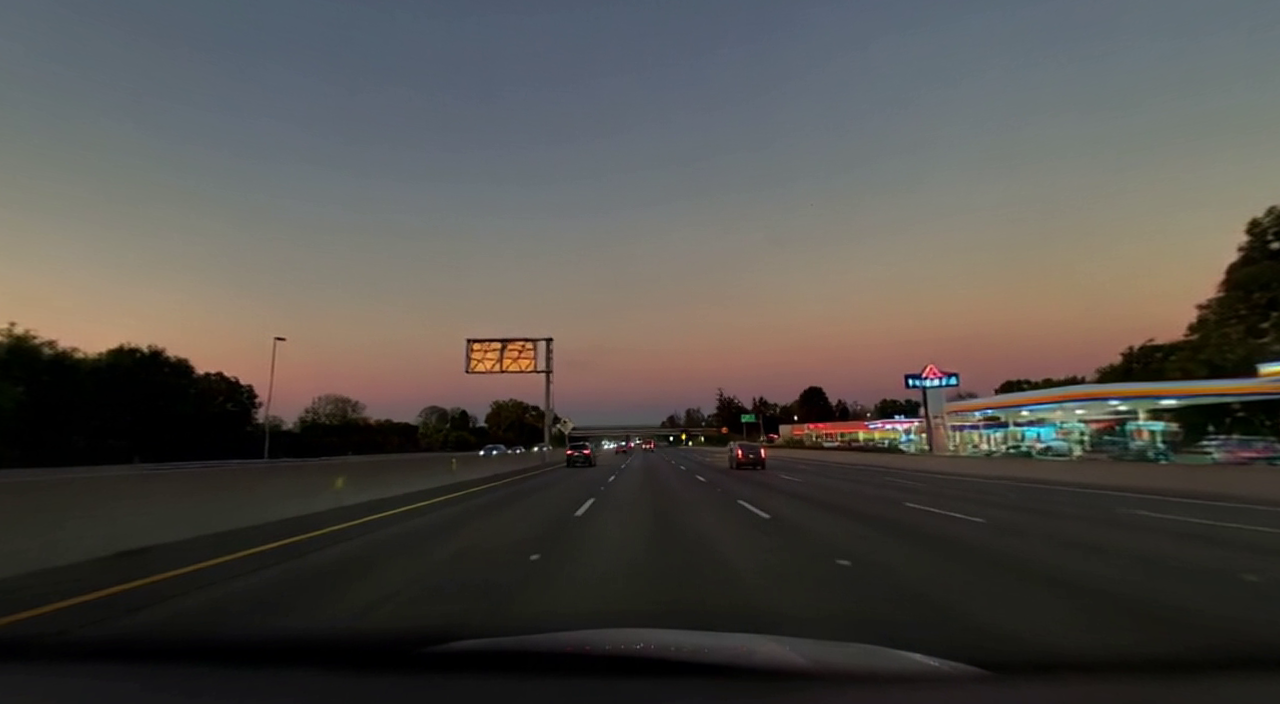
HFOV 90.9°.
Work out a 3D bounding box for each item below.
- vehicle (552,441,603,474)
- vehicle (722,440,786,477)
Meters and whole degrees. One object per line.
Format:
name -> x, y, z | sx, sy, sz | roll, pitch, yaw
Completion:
vehicle -> -3.062, 5.257, 31.747 | 2.114, 1.510, 4.186 | -1, -9, 1
vehicle -> 4.850, 4.600, 27.518 | 1.909, 1.467, 4.940 | -1, -8, 0
